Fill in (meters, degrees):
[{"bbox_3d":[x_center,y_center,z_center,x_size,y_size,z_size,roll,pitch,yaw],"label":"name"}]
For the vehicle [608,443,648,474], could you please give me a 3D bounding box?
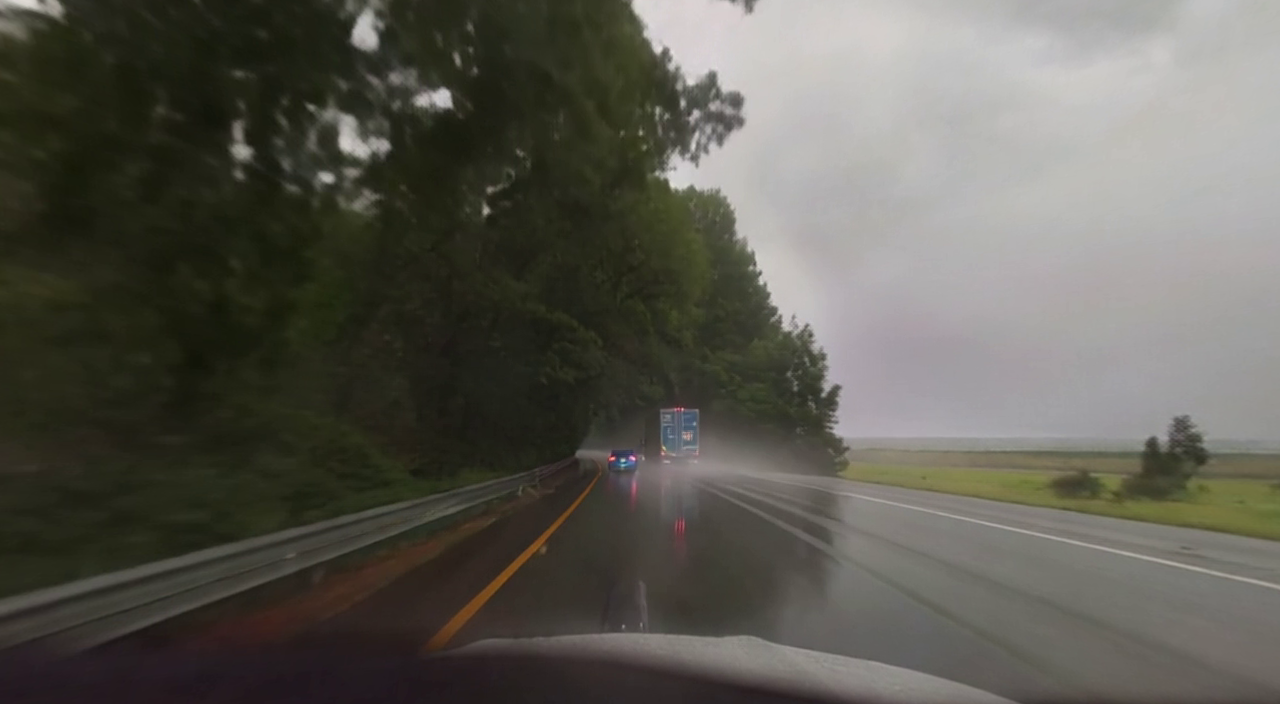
[{"bbox_3d":[-0.632,5.418,32.139,1.913,1.460,3.610,0,-9,-1],"label":"vehicle"}]
